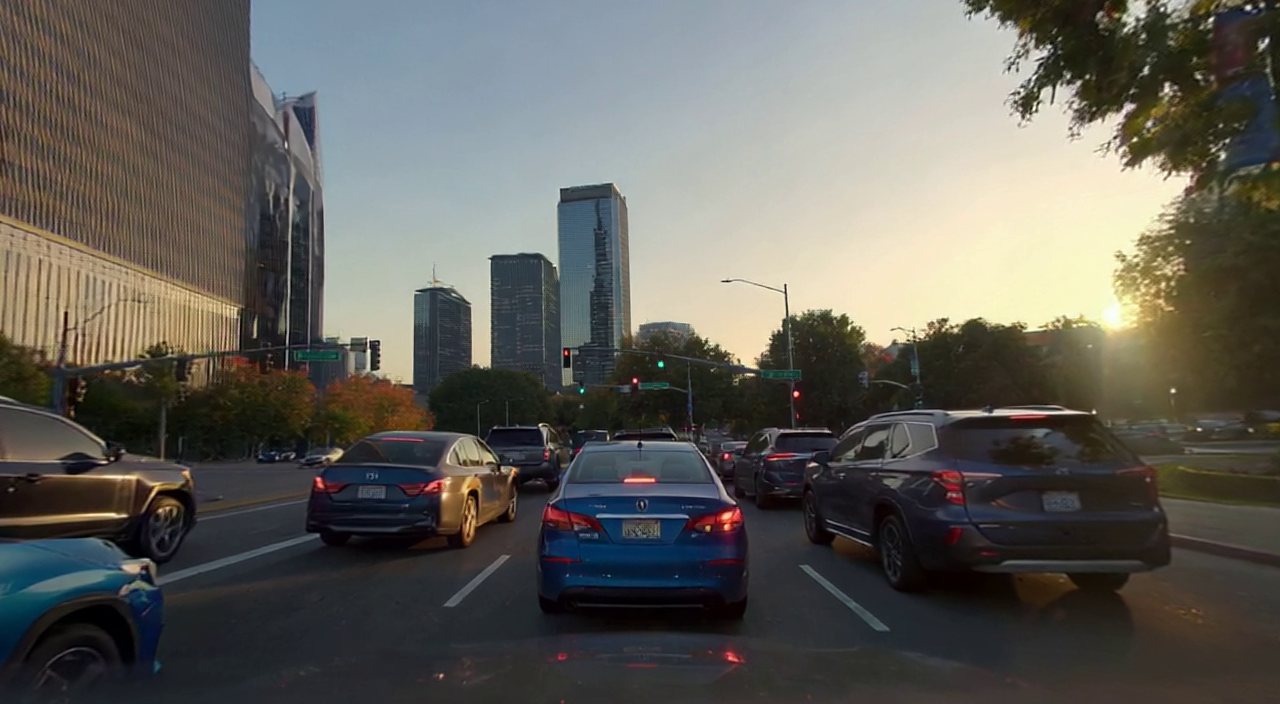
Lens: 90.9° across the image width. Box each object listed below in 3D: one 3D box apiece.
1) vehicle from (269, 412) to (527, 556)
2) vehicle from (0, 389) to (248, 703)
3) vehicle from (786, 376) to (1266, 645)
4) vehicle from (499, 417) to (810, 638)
[{"bbox_3d":[-3.353,1.946,9.992,2.168,1.719,4.561,-1,-9,1],"label":"vehicle"},{"bbox_3d":[-3.386,0.750,1.258,2.144,1.505,4.635,-1,-9,1],"label":"vehicle"},{"bbox_3d":[3.108,1.382,6.479,2.108,1.785,4.334,0,-8,-1],"label":"vehicle"},{"bbox_3d":[0.094,1.513,6.415,2.147,1.507,3.953,0,-8,0],"label":"vehicle"}]
